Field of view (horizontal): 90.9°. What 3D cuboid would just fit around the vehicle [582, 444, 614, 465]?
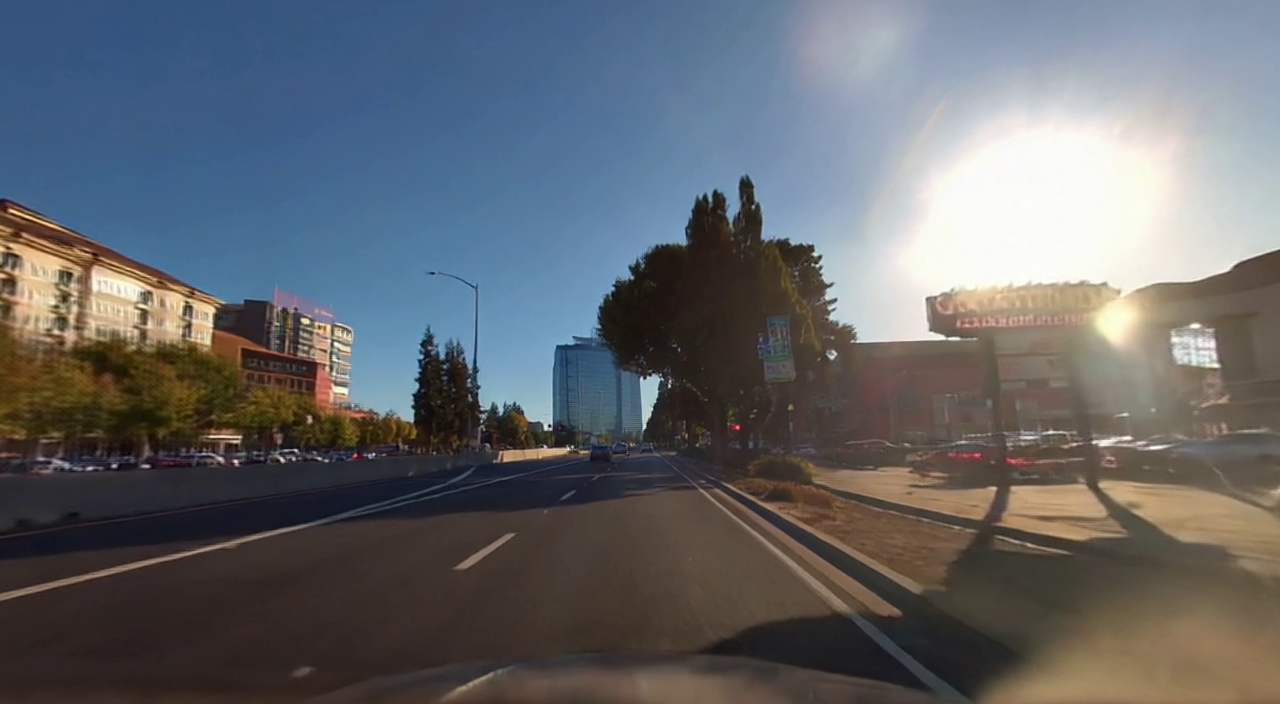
[{"bbox_3d":[-3.022,7.498,46.286,2.005,1.446,4.265,0,-9,1],"label":"vehicle"}]

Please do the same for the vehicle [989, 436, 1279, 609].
[{"bbox_3d":[6.589,1.825,7.679,1.869,1.516,4.767,0,-9,-1],"label":"vehicle"}]

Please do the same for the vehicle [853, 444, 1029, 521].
[{"bbox_3d":[6.692,2.908,14.704,1.923,1.482,4.558,0,-9,1],"label":"vehicle"}]
